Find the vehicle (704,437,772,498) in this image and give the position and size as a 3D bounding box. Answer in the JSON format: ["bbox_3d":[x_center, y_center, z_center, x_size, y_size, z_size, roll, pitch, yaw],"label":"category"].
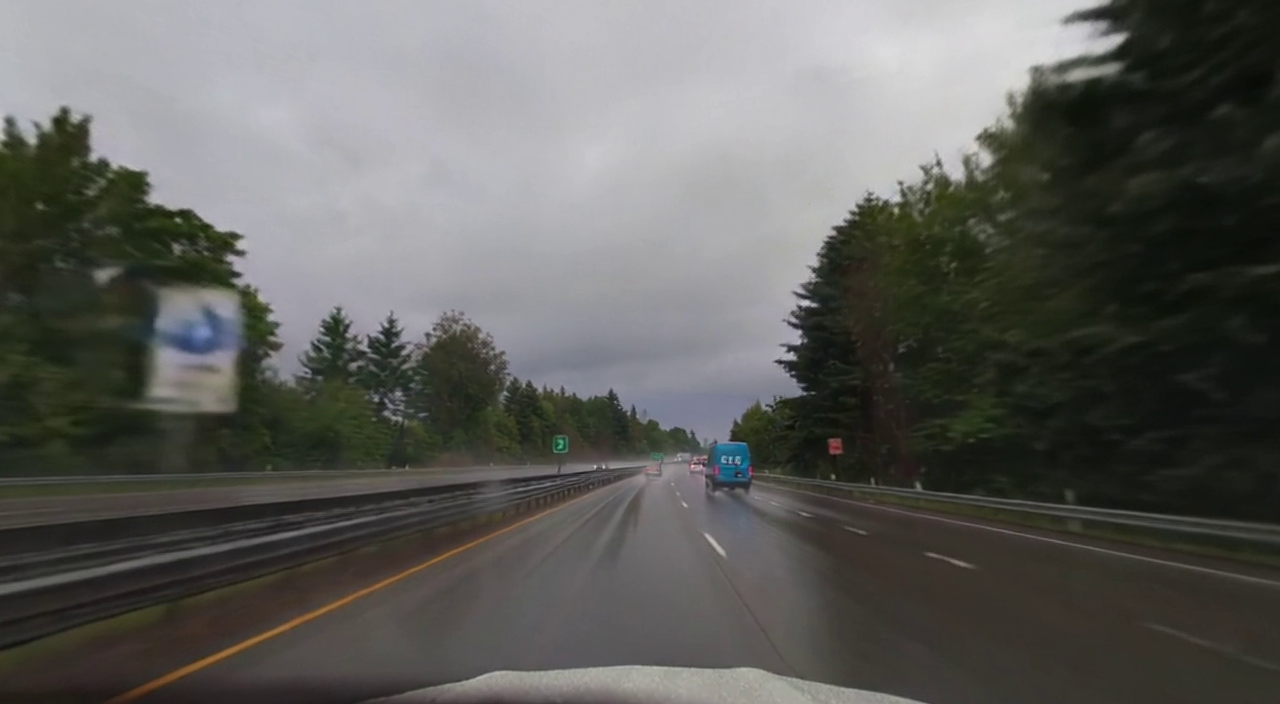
[{"bbox_3d":[4.554,5.547,30.230,2.366,2.595,5.793,1,-11,1],"label":"vehicle"}]
